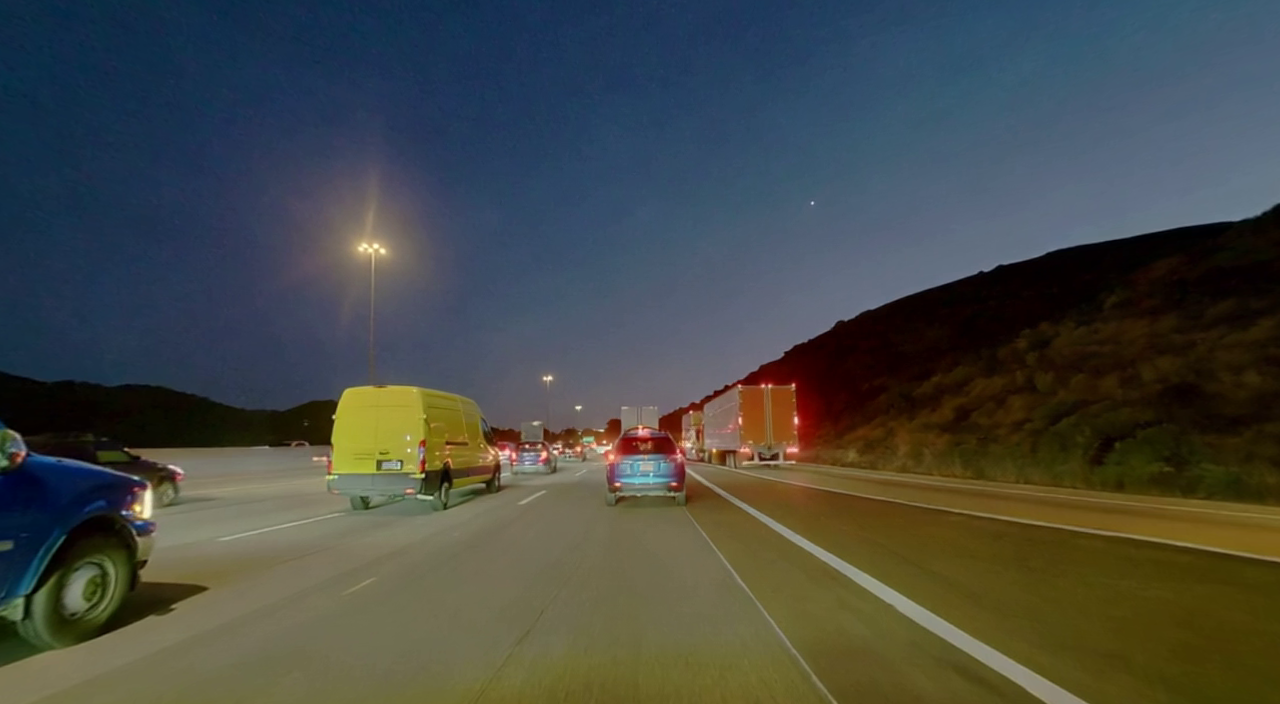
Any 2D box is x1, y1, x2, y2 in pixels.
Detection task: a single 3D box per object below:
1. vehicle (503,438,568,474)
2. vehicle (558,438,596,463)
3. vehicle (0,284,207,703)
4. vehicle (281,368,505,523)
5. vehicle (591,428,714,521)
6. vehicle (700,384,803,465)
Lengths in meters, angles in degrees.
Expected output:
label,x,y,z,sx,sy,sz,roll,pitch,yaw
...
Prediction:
label,x,y,z,sx,sy,sz,roll,pitch,yaw
vehicle,-4.504,4.539,27.786,2.007,1.457,4.447,-1,-8,1
vehicle,-3.977,6.342,40.630,1.949,1.475,4.335,0,-8,1
vehicle,-4.240,0.523,1.736,2.195,2.086,5.445,0,-8,0
vehicle,-4.653,1.941,13.242,2.300,2.522,5.701,0,-8,1
vehicle,0.172,2.304,12.339,2.003,1.499,3.930,0,-8,-1
vehicle,6.652,5.019,41.498,2.989,4.277,16.586,0,-8,-3
